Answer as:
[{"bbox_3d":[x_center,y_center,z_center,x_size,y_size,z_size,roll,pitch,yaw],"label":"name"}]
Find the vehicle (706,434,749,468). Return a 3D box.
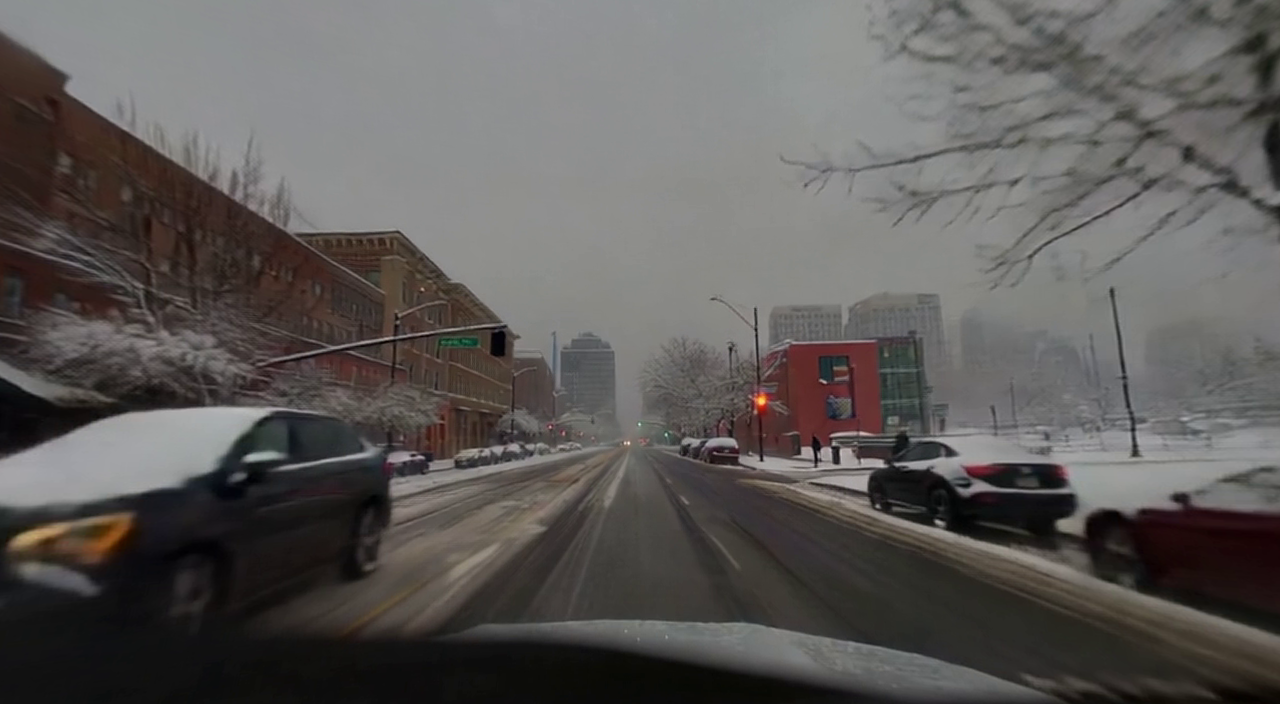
[{"bbox_3d":[5.553,6.337,40.541,2.010,1.943,4.319,-1,-8,-1],"label":"vehicle"}]

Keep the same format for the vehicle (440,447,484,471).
[{"bbox_3d":[-12.474,7.493,44.509,1.804,1.533,4.121,0,-8,1],"label":"vehicle"}]

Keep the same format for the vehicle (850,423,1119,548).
[{"bbox_3d":[5.870,2.311,11.741,2.150,1.805,4.870,0,-8,-1],"label":"vehicle"}]

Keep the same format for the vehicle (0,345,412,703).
[{"bbox_3d":[-3.437,1.158,4.655,2.028,1.764,4.503,1,-8,-3],"label":"vehicle"}]

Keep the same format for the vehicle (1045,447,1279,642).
[{"bbox_3d":[5.880,1.535,5.180,1.910,1.471,4.758,0,-8,-1],"label":"vehicle"}]
